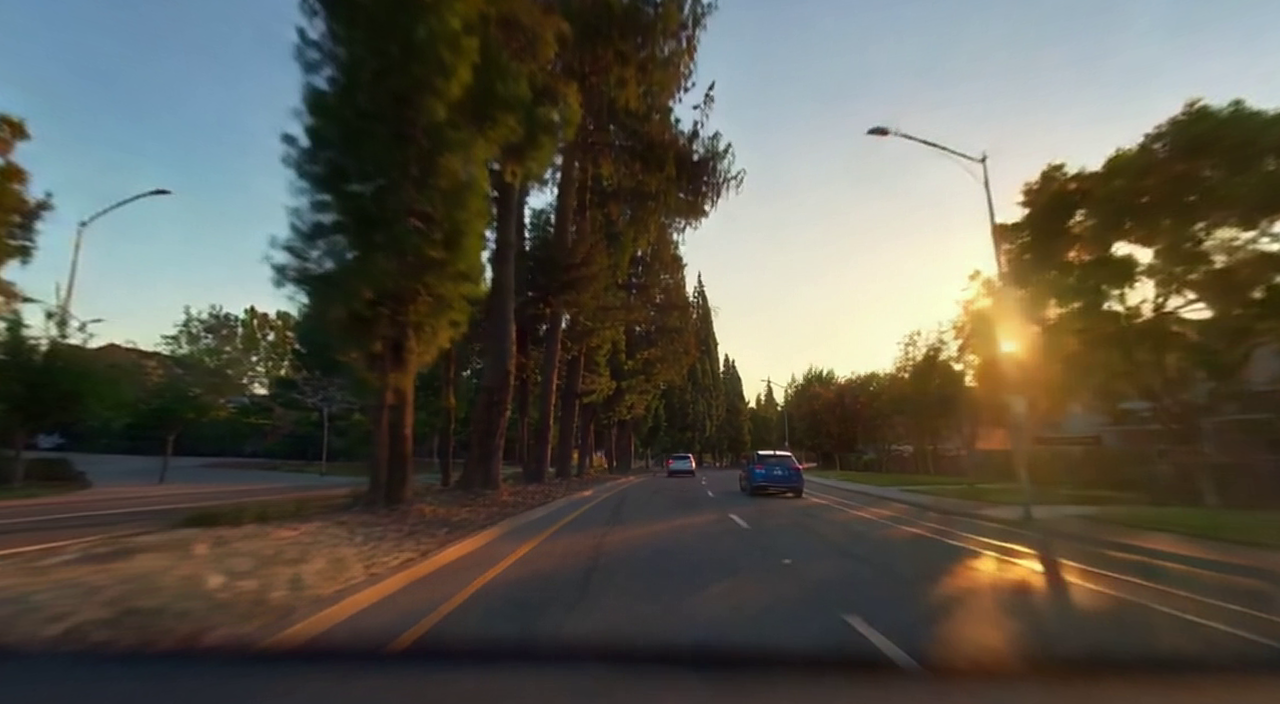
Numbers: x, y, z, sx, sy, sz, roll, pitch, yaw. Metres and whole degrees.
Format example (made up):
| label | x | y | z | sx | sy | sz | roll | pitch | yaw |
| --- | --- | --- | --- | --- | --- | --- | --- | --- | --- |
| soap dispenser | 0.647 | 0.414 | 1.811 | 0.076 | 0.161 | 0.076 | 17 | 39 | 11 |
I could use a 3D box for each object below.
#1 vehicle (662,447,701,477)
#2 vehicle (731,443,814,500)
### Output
| label | x | y | z | sx | sy | sz | roll | pitch | yaw |
| --- | --- | --- | --- | --- | --- | --- | --- | --- | --- |
| vehicle | 2.754 | 7.079 | 40.641 | 2.251 | 1.822 | 4.391 | -1 | -8 | 7 |
| vehicle | 4.253 | 3.864 | 20.813 | 1.971 | 1.663 | 4.287 | 0 | -8 | 3 |
